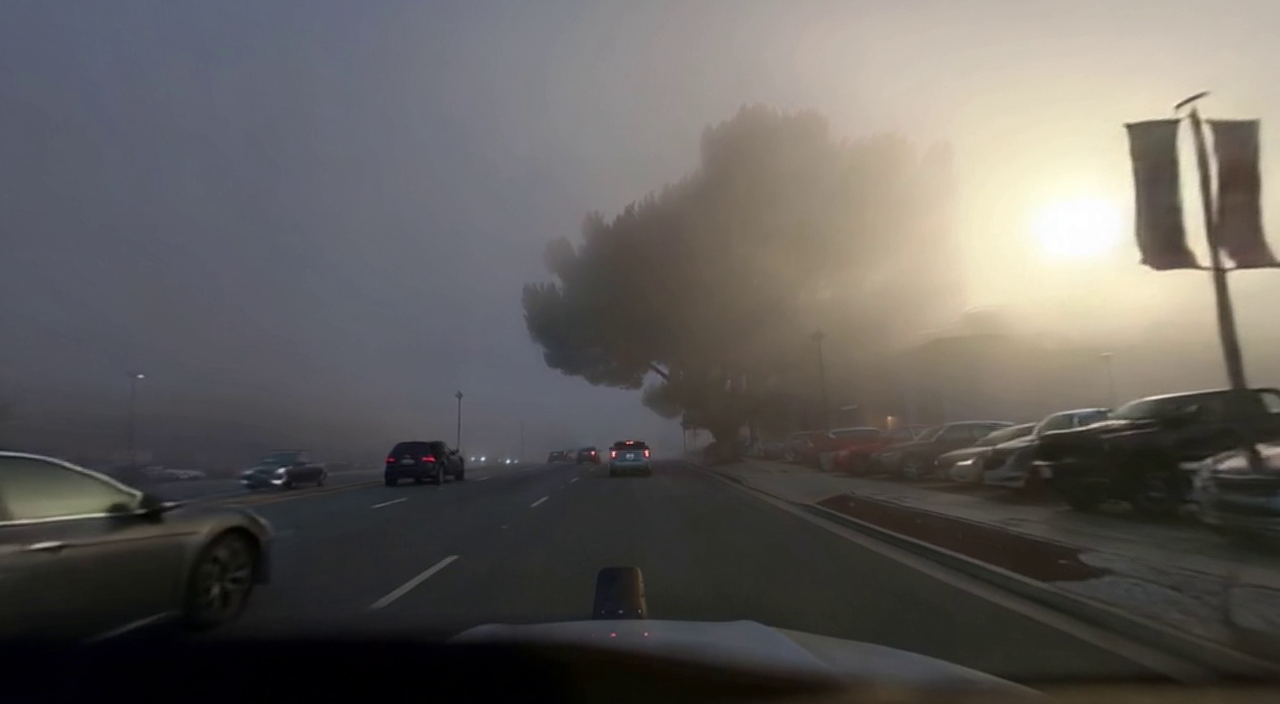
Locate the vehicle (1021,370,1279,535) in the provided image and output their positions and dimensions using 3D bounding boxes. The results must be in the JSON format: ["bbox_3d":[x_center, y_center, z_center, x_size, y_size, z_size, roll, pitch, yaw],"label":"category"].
[{"bbox_3d":[8.924,1.319,9.160,5.634,1.895,2.223,-1,-9,-13],"label":"vehicle"}]

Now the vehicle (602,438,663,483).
[{"bbox_3d":[-0.300,3.956,23.285,2.061,1.469,3.954,0,-9,-2],"label":"vehicle"}]

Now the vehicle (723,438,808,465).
[{"bbox_3d":[7.386,5.907,37.558,4.619,1.523,1.873,0,-8,-1],"label":"vehicle"}]

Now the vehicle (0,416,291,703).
[{"bbox_3d":[-3.993,1.042,3.000,1.973,1.456,4.850,0,-9,-1],"label":"vehicle"}]

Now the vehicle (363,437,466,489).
[{"bbox_3d":[-7.931,3.931,22.766,2.038,1.649,4.665,0,-9,-1],"label":"vehicle"}]
